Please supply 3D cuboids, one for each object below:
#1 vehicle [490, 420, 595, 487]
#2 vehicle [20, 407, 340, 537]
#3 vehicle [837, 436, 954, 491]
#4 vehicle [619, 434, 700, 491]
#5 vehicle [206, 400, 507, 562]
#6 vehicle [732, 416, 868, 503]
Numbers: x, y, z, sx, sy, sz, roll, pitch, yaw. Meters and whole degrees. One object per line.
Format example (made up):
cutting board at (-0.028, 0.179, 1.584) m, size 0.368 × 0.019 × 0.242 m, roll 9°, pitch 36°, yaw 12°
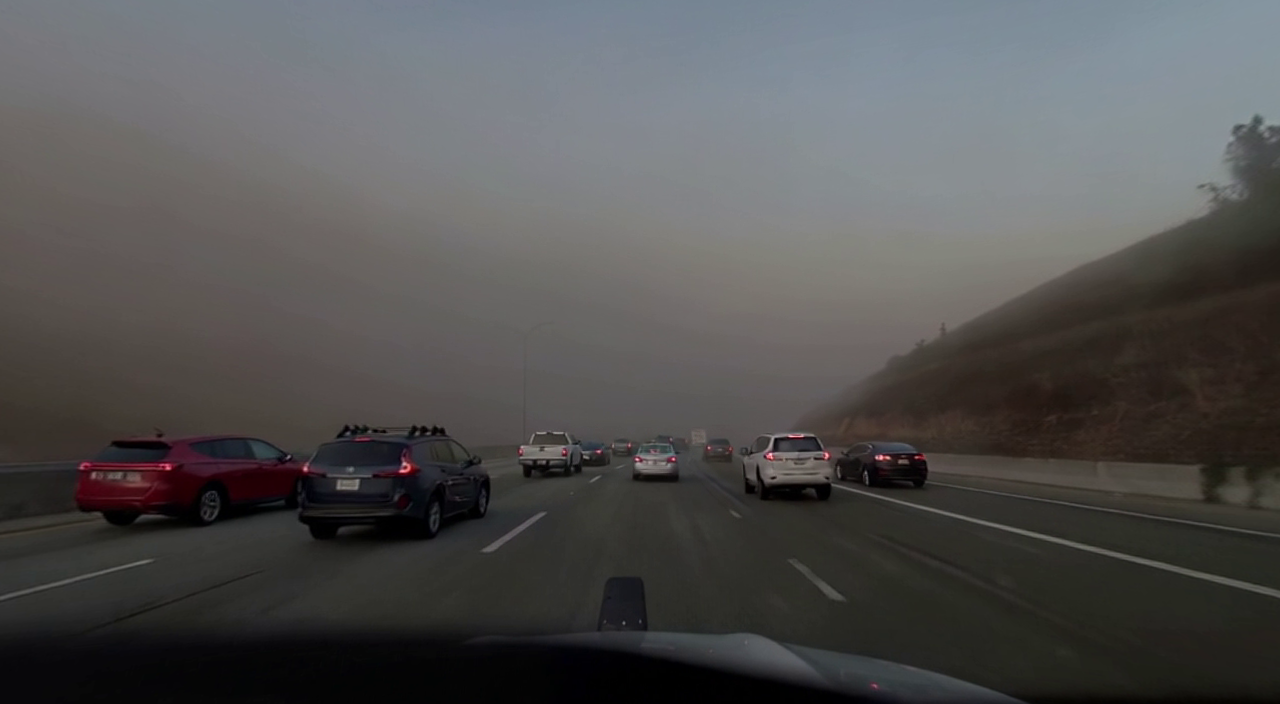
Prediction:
vehicle at (-2.994, 3.304, 20.789) m, size 2.301 × 1.902 × 5.374 m, roll -1°, pitch -8°, yaw 3°
vehicle at (-7.667, 2.040, 11.357) m, size 2.017 × 1.810 × 4.782 m, roll 0°, pitch -8°, yaw 2°
vehicle at (7.502, 3.284, 19.006) m, size 1.846 × 1.469 × 4.166 m, roll 0°, pitch -8°, yaw 1°
vehicle at (0.562, 3.205, 18.654) m, size 2.105 × 1.471 × 4.349 m, roll 0°, pitch -8°, yaw 2°
vehicle at (-3.524, 1.706, 9.054) m, size 2.179 × 1.723 × 4.410 m, roll 0°, pitch -8°, yaw 1°
vehicle at (3.595, 2.522, 15.167) m, size 2.046 × 1.765 × 4.534 m, roll 0°, pitch -8°, yaw 0°
